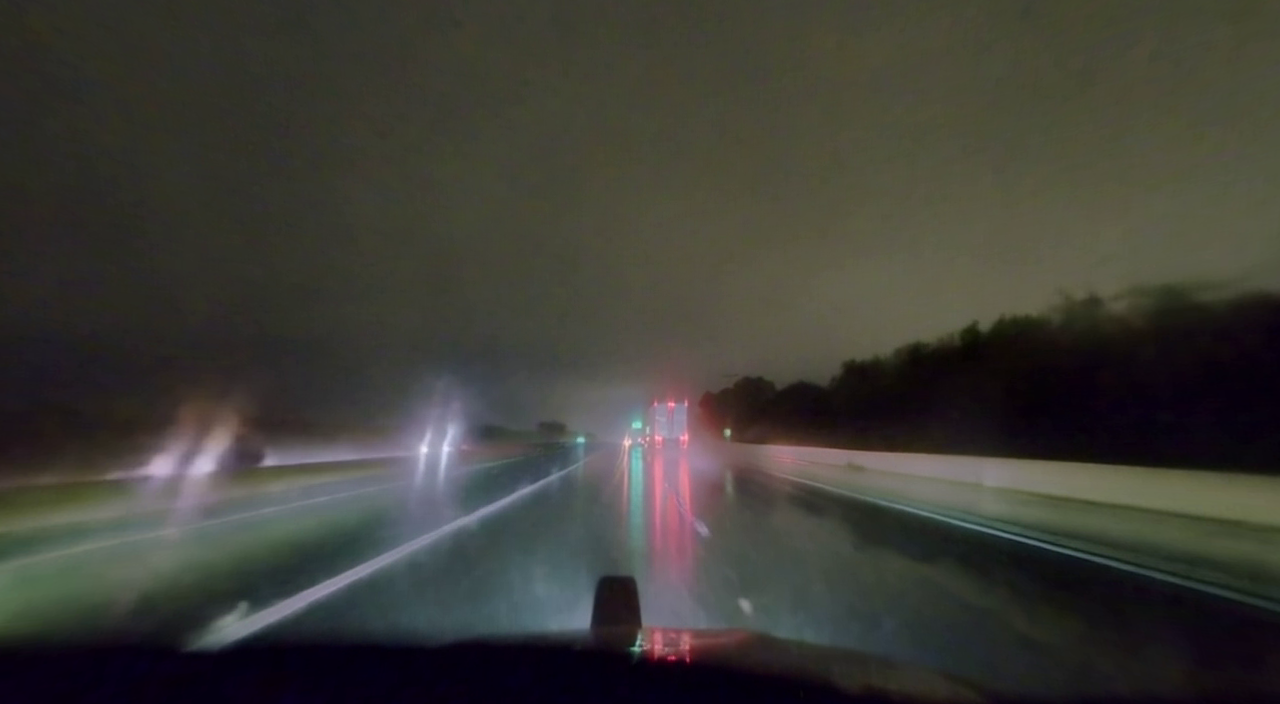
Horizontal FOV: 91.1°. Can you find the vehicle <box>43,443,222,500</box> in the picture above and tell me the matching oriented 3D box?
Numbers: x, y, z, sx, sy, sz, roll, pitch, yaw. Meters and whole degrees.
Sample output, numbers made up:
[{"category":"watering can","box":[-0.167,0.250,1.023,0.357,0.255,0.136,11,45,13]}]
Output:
[{"category":"vehicle","box":[-15.342,3.597,19.411,1.822,1.515,4.403,0,-8,0]}]

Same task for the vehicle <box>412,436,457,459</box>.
[{"category":"vehicle","box":[-15.232,7.081,46.885,1.957,1.649,4.221,0,-8,-1]}]
